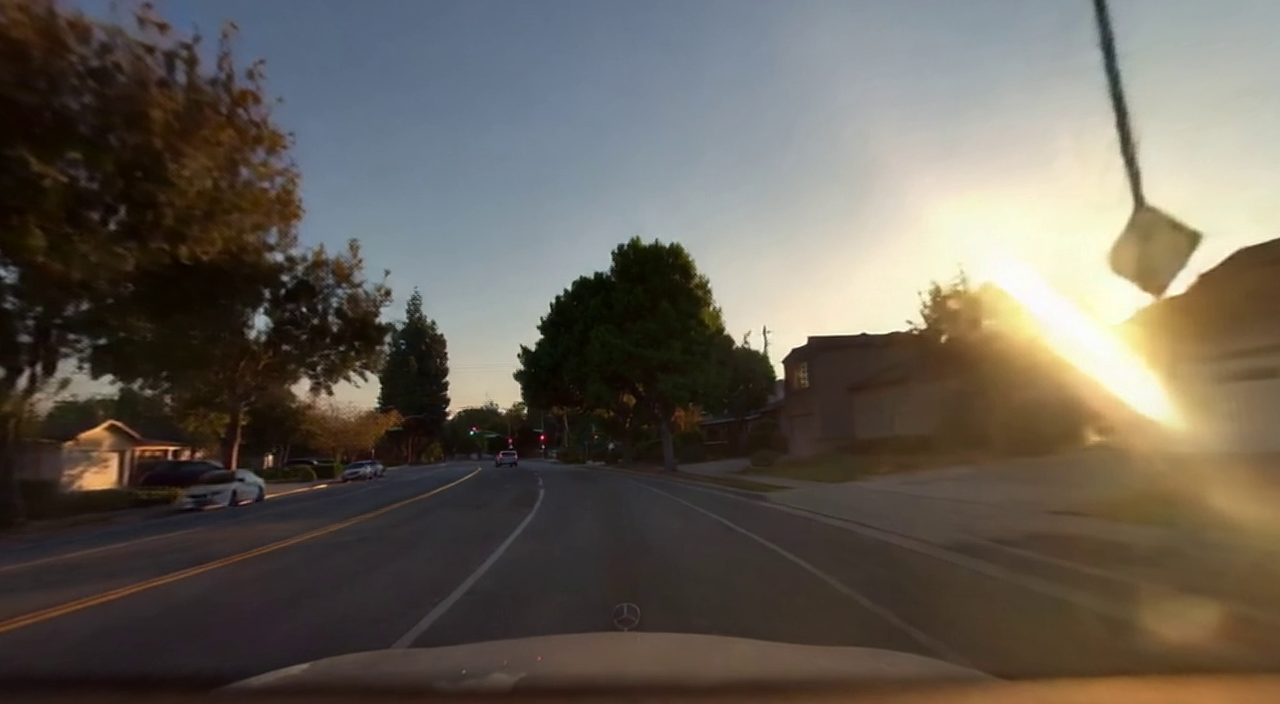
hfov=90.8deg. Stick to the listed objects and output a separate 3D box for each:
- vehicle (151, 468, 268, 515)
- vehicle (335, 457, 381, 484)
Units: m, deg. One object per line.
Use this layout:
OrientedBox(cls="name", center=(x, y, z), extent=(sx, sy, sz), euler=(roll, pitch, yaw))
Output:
OrientedBox(cls="vehicle", center=(-16.528, 5.334, 24.604), extent=(1.911, 1.436, 4.554), euler=(1, -9, -9))
OrientedBox(cls="vehicle", center=(-20.940, 8.810, 47.107), extent=(2.029, 1.726, 5.366), euler=(-3, -9, -12))
